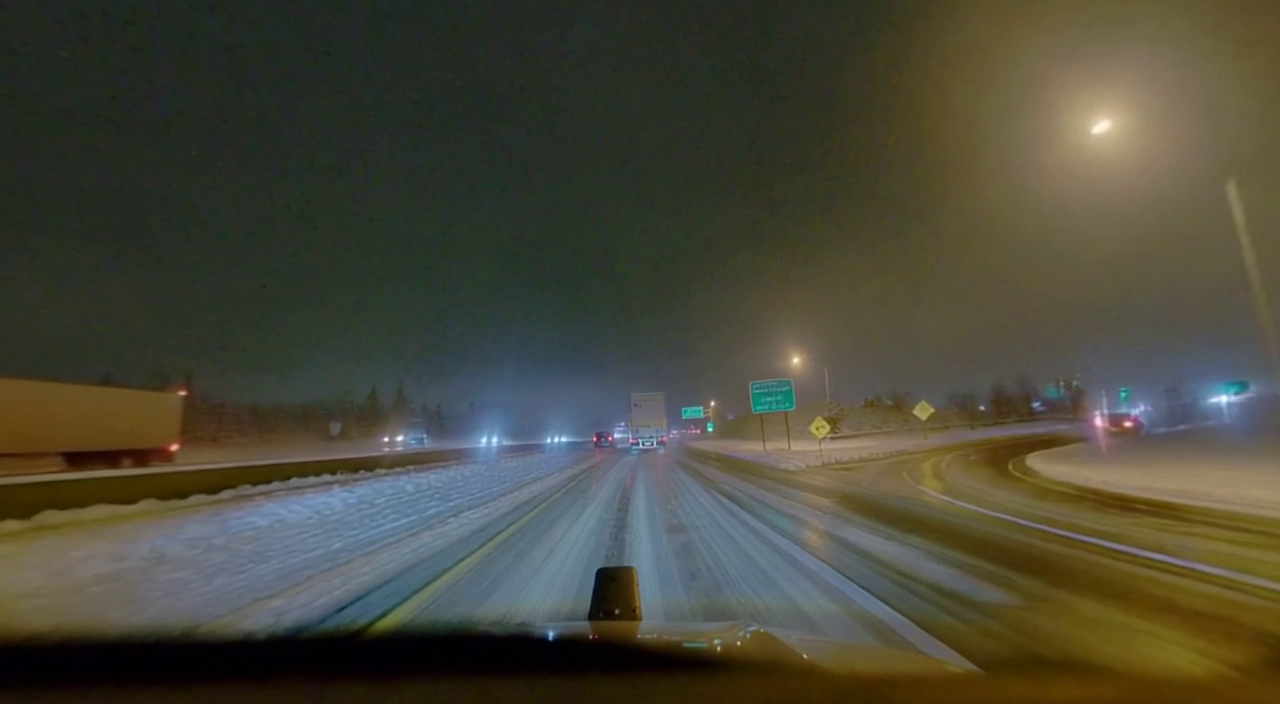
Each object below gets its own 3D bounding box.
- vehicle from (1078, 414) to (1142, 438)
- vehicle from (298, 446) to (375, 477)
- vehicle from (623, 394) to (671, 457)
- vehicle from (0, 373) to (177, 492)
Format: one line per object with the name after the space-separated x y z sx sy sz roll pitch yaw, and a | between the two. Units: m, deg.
34.232 5.422 45.747 4.346 1.637 2.091 4 -9 -30 | vehicle
-15.665 5.648 32.690 1.846 1.465 4.149 0 -8 1 | vehicle
0.459 5.439 45.667 3.024 4.019 10.605 0 -8 0 | vehicle
-23.591 2.891 22.512 2.940 4.056 14.297 0 -8 1 | vehicle
